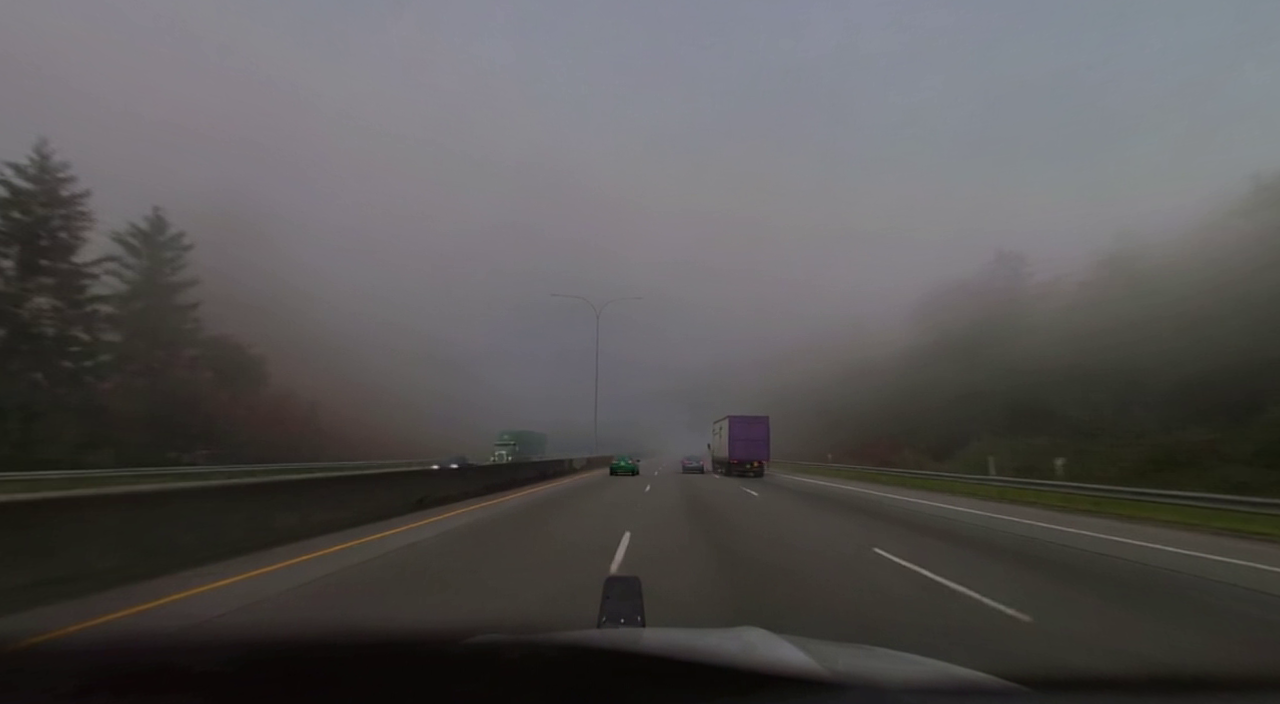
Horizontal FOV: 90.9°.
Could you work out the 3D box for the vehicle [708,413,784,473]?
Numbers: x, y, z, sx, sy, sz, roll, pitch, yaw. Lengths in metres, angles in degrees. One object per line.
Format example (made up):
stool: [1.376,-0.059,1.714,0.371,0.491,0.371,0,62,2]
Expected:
vehicle: [7.737,7.156,49.048,3.476,3.855,16.742,0,-9,2]

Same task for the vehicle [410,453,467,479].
vehicle: [-12.319,6.998,38.804,1.901,1.472,4.374,0,-9,2]

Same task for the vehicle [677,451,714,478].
vehicle: [3.304,6.837,38.408,1.957,1.541,4.099,0,-9,1]

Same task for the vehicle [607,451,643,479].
vehicle: [-0.808,6.663,37.453,1.960,1.579,4.384,0,-9,1]
